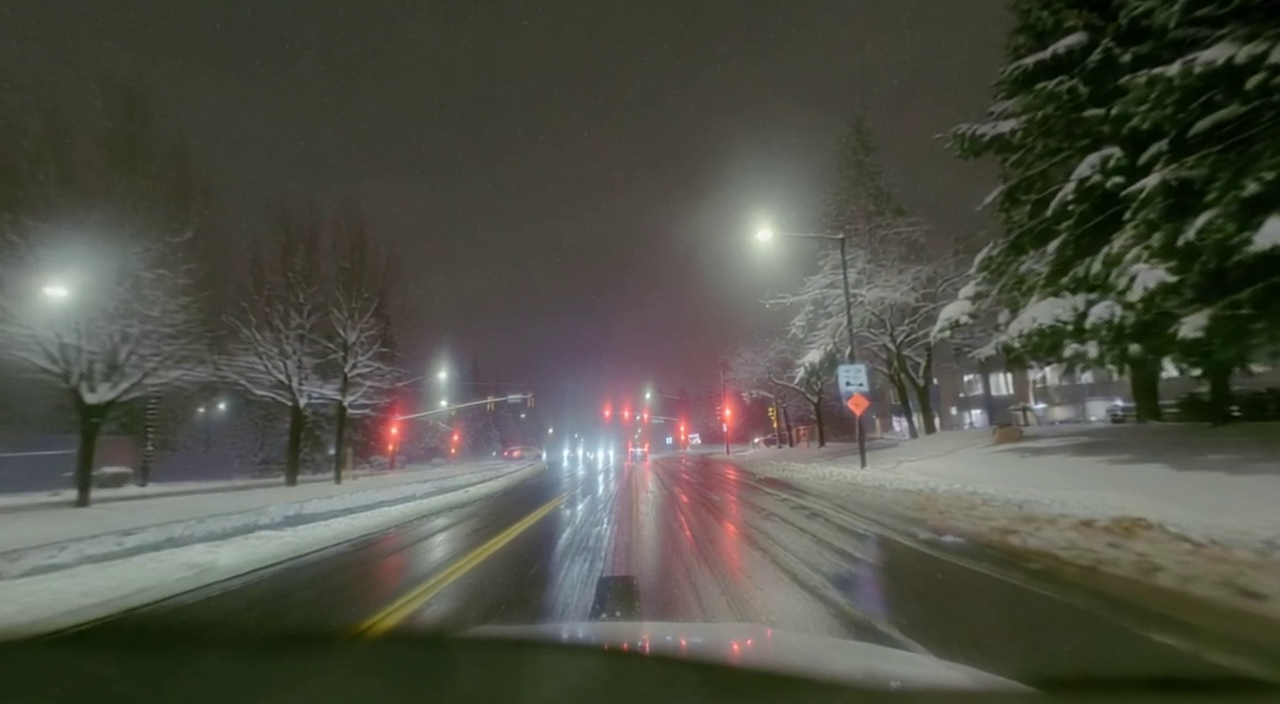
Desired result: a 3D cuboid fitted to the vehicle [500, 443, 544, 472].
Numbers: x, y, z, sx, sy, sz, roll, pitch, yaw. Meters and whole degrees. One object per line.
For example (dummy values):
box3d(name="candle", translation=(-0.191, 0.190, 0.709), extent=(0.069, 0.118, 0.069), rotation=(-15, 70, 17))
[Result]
box3d(name="vehicle", translation=(-6.811, 6.143, 36.938), extent=(1.869, 1.570, 4.064), rotation=(0, -8, -1))
